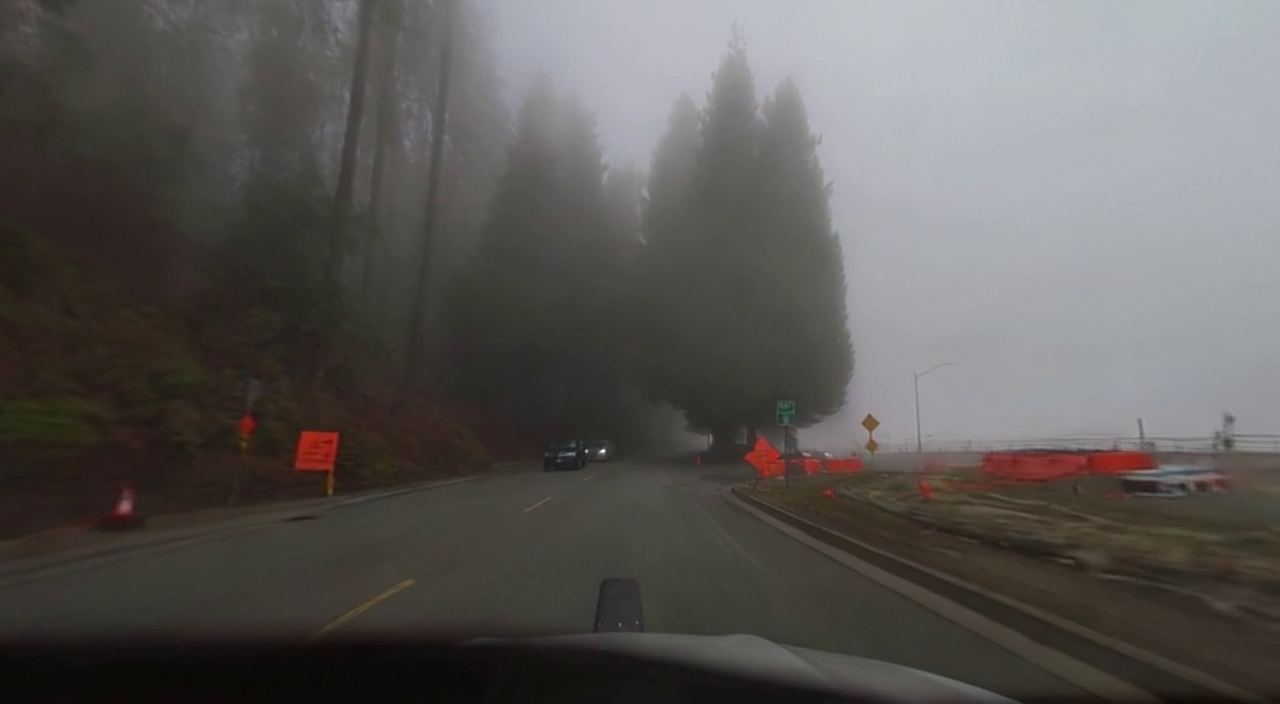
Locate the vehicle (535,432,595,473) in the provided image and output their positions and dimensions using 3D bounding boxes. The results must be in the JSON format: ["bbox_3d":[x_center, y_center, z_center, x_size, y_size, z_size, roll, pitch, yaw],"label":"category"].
[{"bbox_3d":[-3.755,5.145,32.509,2.119,1.935,4.881,-1,-8,4],"label":"vehicle"}]
